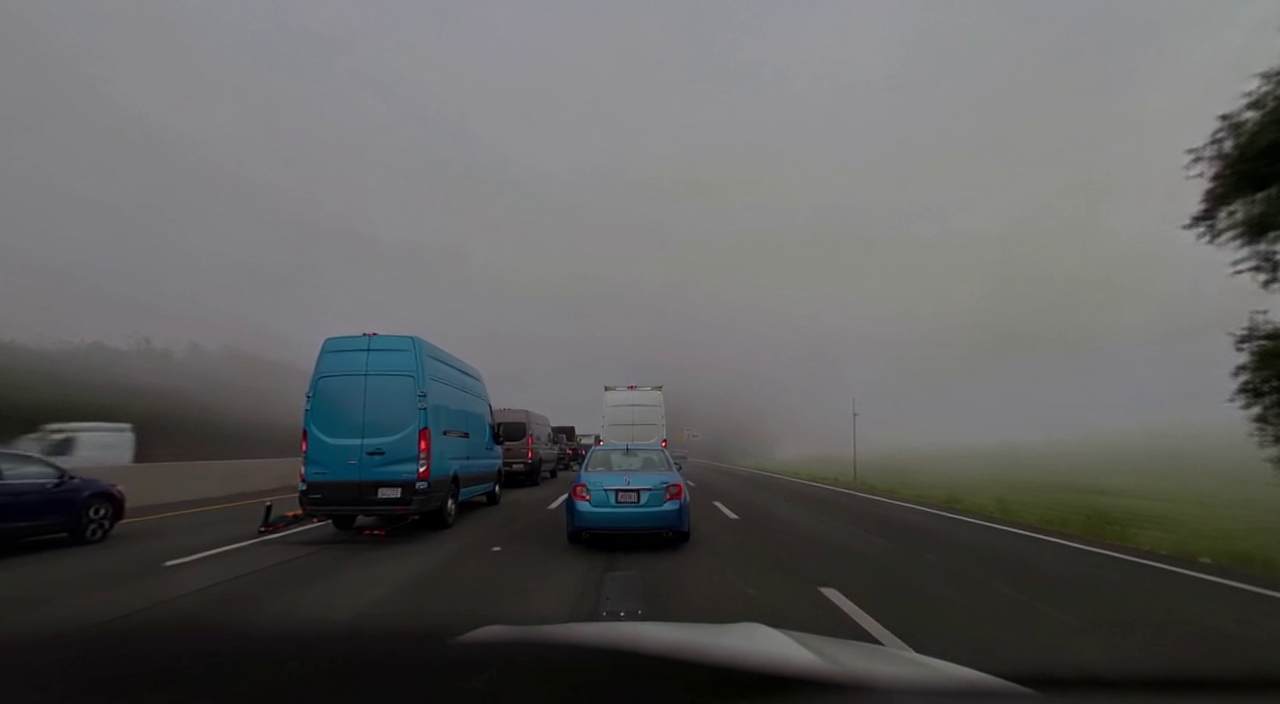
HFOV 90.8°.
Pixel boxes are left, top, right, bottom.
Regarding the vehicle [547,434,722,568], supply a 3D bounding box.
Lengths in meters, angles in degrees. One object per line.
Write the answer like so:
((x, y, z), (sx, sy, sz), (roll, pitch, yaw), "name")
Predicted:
((-0.097, 1.964, 8.968), (1.995, 1.495, 3.380), (0, -9, -1), "vehicle")

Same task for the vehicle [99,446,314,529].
((-8.932, 2.776, 13.496), (1.797, 1.466, 3.924), (0, -9, 0), "vehicle")

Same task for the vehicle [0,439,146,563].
((-8.815, 1.836, 7.703), (1.899, 1.503, 4.466), (-1, -9, 1), "vehicle")

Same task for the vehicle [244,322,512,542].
((-4.077, 1.520, 11.645), (2.254, 2.879, 6.656), (0, -9, -2), "vehicle")
